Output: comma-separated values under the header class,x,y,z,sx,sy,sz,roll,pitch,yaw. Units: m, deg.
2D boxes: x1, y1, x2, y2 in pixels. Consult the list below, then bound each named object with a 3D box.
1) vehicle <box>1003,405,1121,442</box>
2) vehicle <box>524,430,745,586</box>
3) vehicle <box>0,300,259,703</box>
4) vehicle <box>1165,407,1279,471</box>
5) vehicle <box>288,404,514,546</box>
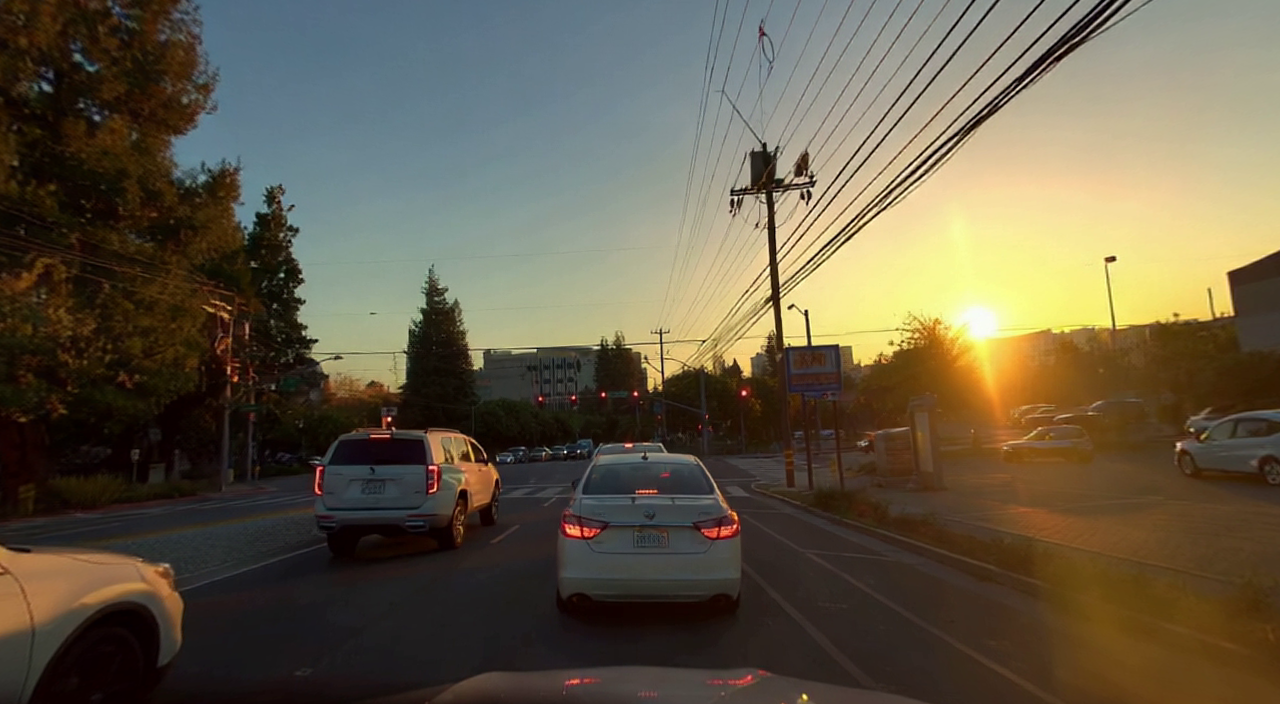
class,x,y,z,sx,sy,sz,roll,pitch,yaw
vehicle,26.920,4.615,40.503,5.782,2.286,2.223,-1,-9,5
vehicle,-0.104,1.802,8.137,2.121,1.474,3.968,0,-8,-2
vehicle,-3.583,0.633,1.518,2.085,1.943,5.053,0,-8,1
vehicle,17.026,2.541,18.265,1.858,1.622,4.491,-5,-10,28
vehicle,-3.844,2.088,11.366,2.147,1.963,4.927,0,-8,0
